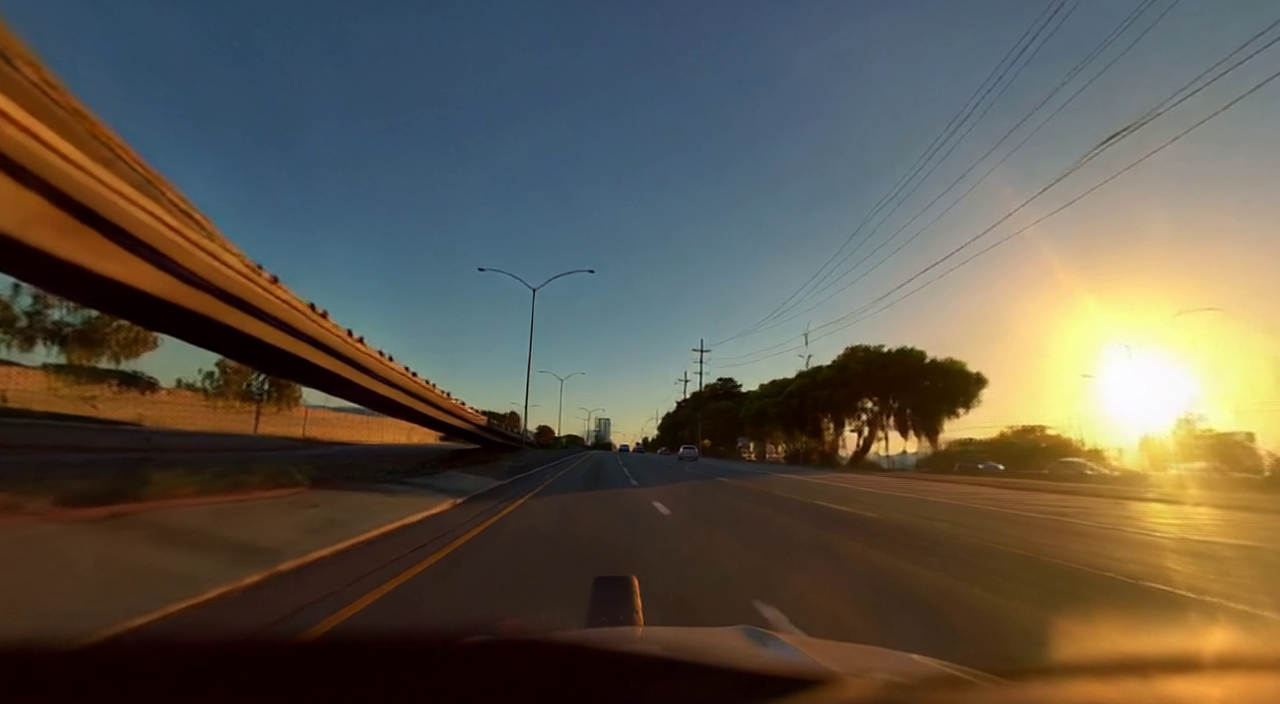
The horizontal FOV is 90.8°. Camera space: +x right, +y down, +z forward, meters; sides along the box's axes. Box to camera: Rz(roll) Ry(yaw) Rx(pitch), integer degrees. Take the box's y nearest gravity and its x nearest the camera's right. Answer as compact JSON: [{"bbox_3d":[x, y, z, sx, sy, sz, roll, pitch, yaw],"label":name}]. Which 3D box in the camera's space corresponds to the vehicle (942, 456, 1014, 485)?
[{"bbox_3d":[21.187,7.538,39.824,1.789,1.539,4.303,0,-14,-5],"label":"vehicle"}]

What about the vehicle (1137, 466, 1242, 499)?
[{"bbox_3d":[29.970,7.070,34.490,4.118,1.676,1.948,1,-10,-9],"label":"vehicle"}]

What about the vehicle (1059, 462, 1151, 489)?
[{"bbox_3d":[27.033,7.192,36.768,4.057,1.399,1.750,0,-11,-7],"label":"vehicle"}]
